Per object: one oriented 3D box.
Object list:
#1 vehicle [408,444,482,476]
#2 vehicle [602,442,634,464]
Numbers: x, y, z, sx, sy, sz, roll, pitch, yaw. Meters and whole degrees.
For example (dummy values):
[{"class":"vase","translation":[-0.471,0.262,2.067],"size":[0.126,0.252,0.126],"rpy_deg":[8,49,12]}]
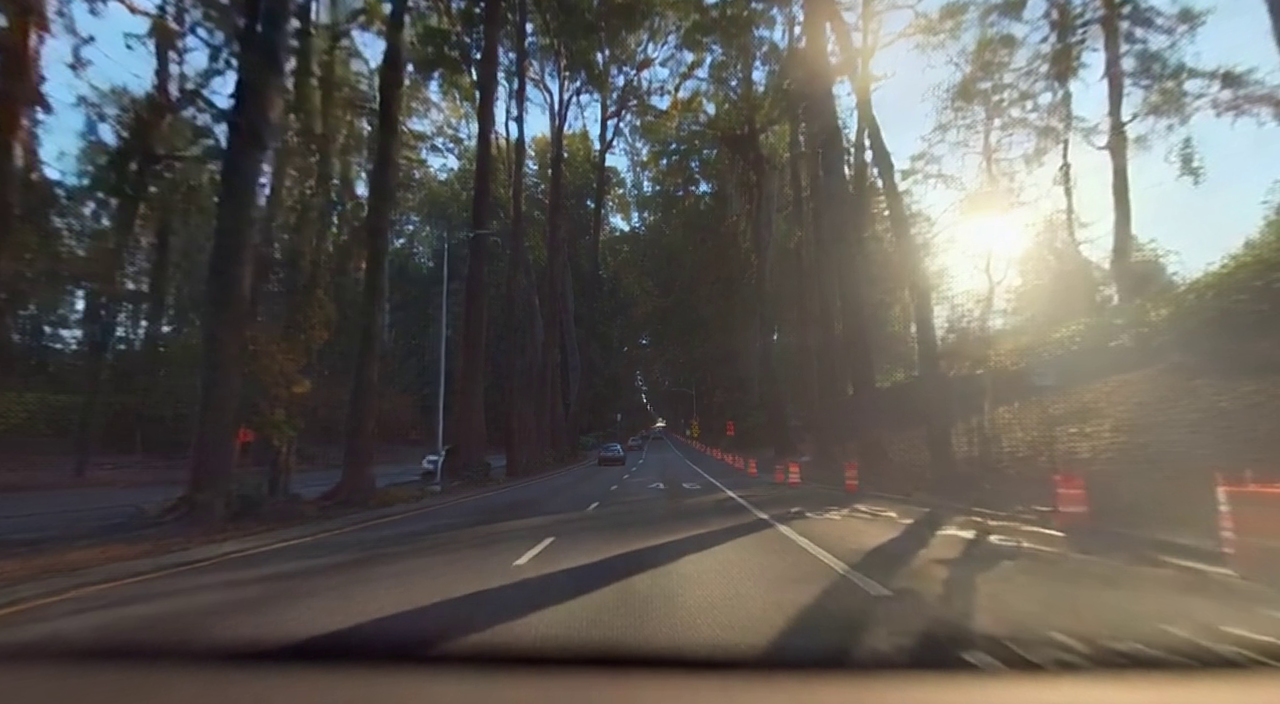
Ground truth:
[{"class":"vehicle","translation":[-9.640,5.365,31.450],"size":[1.953,1.471,4.670],"rpy_deg":[0,-9,4]},{"class":"vehicle","translation":[-1.551,7.397,45.893],"size":[2.029,1.511,3.922],"rpy_deg":[0,-9,2]}]
